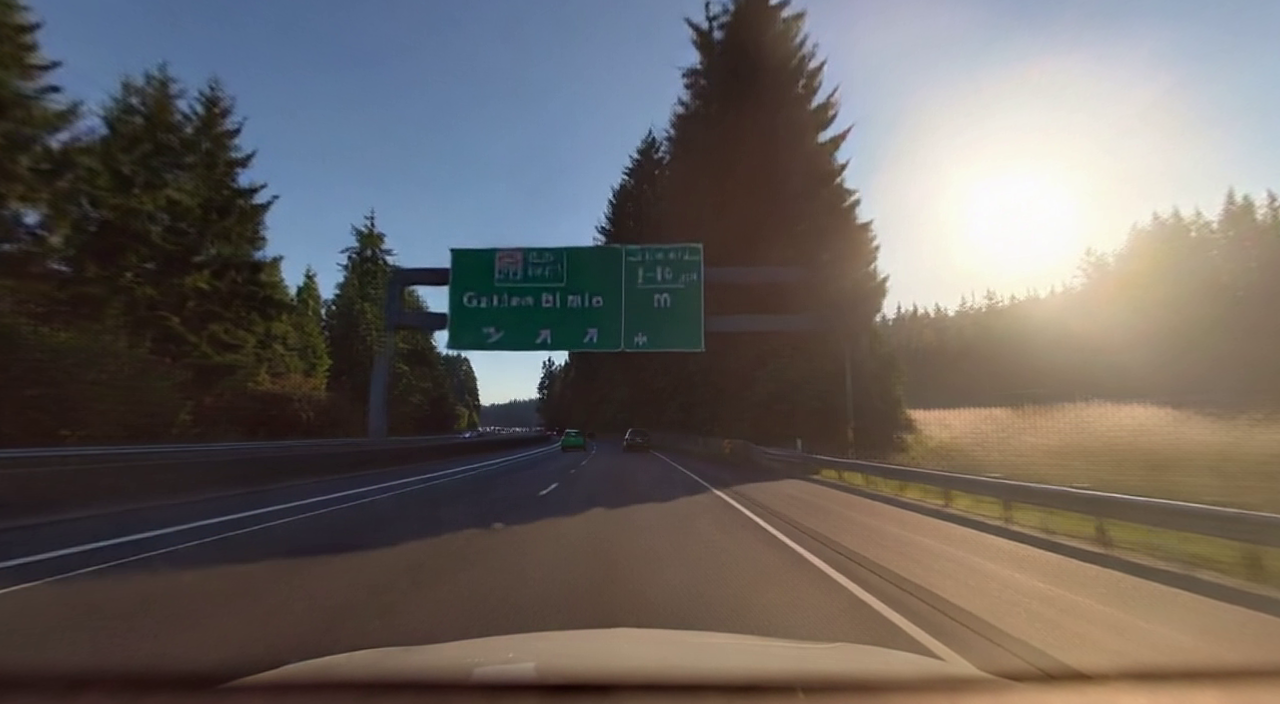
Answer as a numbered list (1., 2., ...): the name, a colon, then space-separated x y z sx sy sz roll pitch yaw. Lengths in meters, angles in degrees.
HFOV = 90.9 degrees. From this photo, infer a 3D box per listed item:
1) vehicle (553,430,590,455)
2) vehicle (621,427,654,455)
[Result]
1. vehicle: -4.598 6.118 42.701 2.055 1.610 4.116 0 -8 0
2. vehicle: -0.194 6.211 44.029 2.170 1.790 4.490 0 -8 -1
